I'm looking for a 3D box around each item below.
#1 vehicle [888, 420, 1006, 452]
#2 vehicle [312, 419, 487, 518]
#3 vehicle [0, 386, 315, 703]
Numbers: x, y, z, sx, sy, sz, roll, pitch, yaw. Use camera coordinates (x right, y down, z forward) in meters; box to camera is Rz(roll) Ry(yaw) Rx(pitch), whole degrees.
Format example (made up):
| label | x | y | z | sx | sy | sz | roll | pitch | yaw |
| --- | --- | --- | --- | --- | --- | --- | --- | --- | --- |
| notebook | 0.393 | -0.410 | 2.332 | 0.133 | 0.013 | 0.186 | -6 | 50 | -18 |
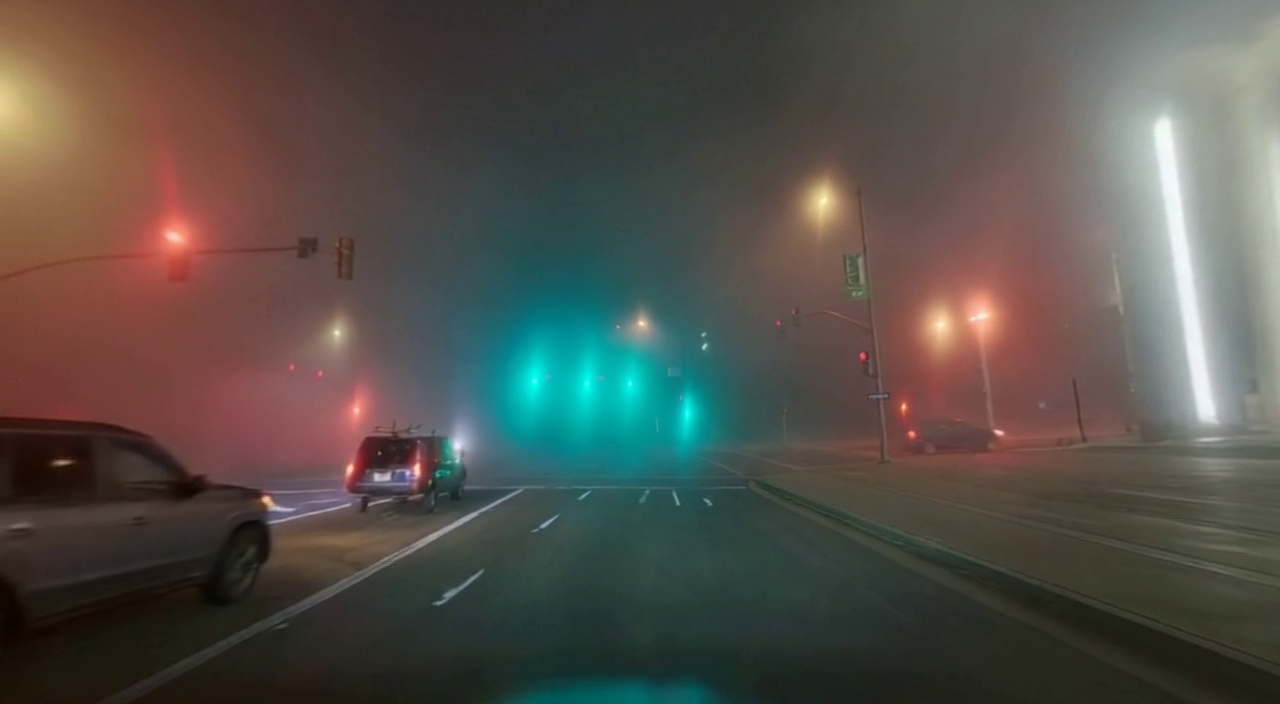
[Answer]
| label | x | y | z | sx | sy | sz | roll | pitch | yaw |
| --- | --- | --- | --- | --- | --- | --- | --- | --- | --- |
| vehicle | 14.960 | 4.124 | 30.750 | 4.767 | 1.524 | 1.929 | 0 | -9 | -1 |
| vehicle | -4.858 | 2.429 | 13.582 | 1.971 | 1.740 | 4.654 | 0 | -9 | -1 |
| vehicle | -4.361 | 1.143 | 4.207 | 2.043 | 1.636 | 4.320 | 0 | -9 | 0 |
